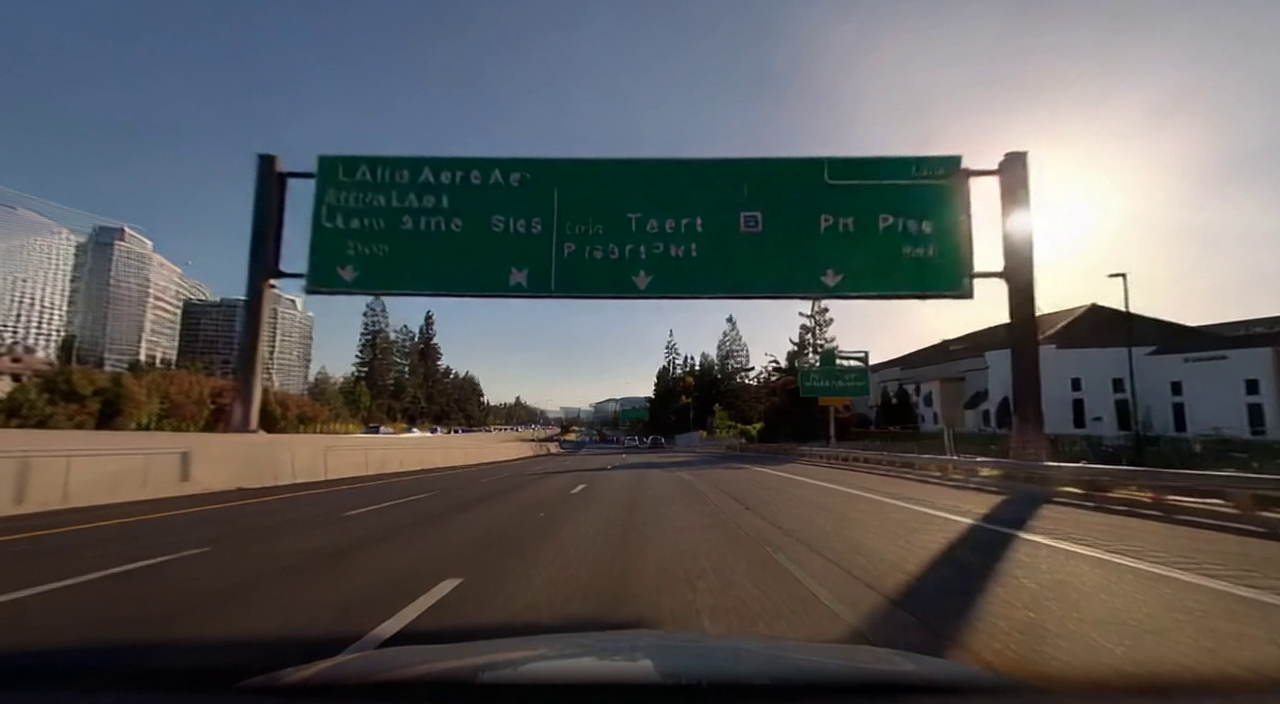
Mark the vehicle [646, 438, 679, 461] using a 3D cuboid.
[{"bbox_3d":[1.498,6.651,43.110,2.036,1.486,4.375,0,-8,-1],"label":"vehicle"}]
